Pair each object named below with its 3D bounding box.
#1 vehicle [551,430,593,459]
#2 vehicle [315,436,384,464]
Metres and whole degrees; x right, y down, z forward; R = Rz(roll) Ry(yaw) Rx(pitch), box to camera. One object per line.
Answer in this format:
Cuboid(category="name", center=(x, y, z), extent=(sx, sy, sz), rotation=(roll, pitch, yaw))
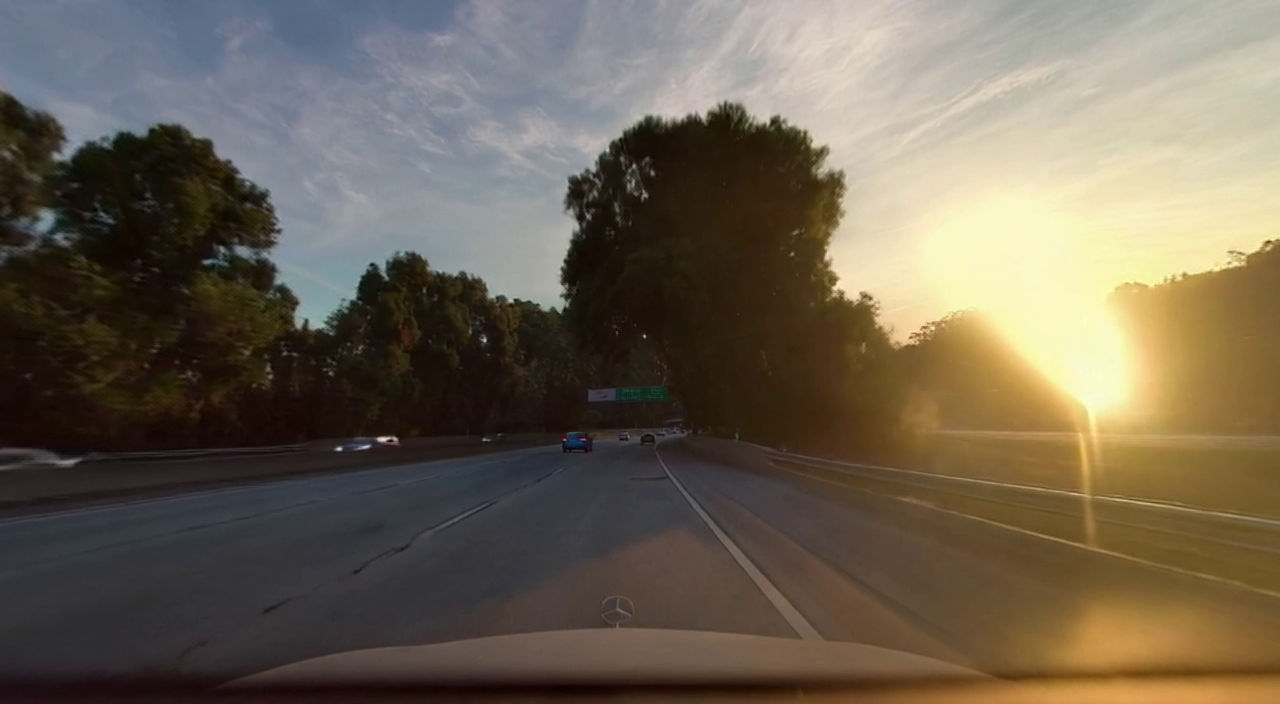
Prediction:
Cuboid(category="vehicle", center=(-4.086, 5.645, 38.648), extent=(2.052, 1.626, 4.514), rotation=(0, -8, 1))
Cuboid(category="vehicle", center=(-16.587, 5.608, 36.222), extent=(1.863, 1.482, 4.336), rotation=(0, -7, 0))
